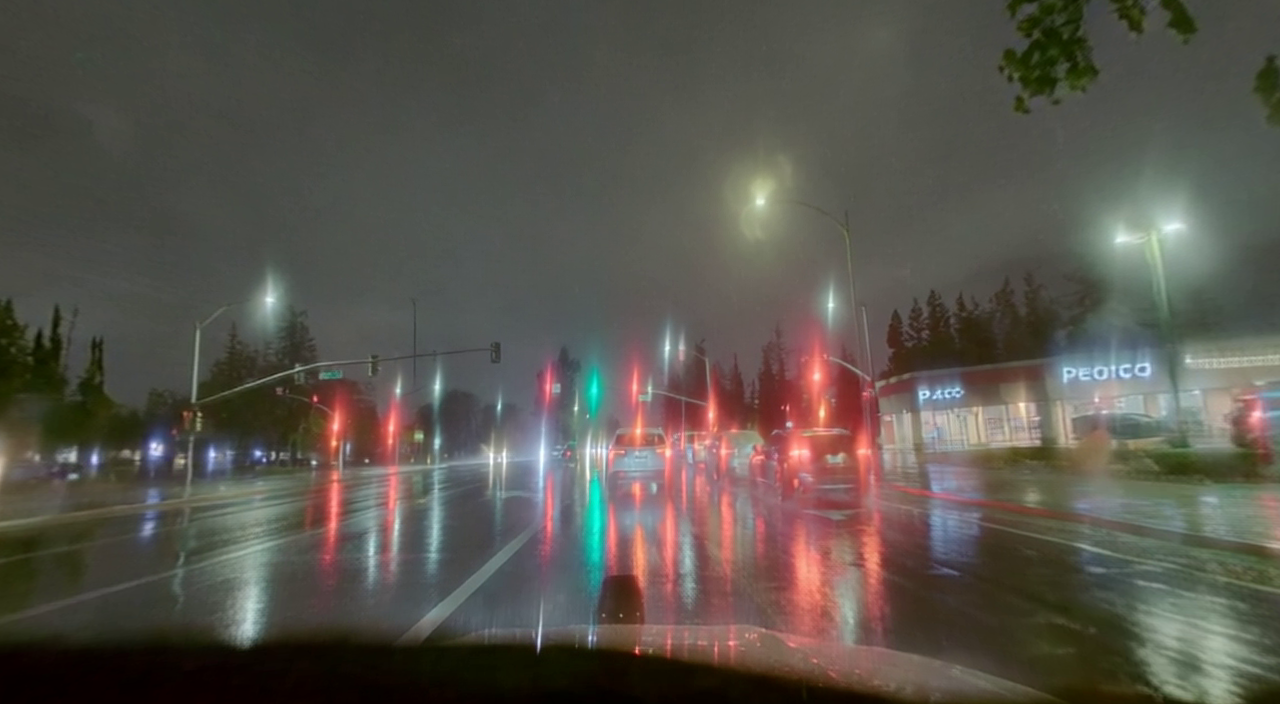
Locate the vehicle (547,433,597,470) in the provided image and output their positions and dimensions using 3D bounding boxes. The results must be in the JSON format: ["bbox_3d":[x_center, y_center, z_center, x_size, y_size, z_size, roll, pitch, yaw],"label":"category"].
[{"bbox_3d":[-3.466,5.190,32.966,2.106,1.778,4.444,0,-9,0],"label":"vehicle"}]

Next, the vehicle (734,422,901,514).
[{"bbox_3d":[3.594,2.458,13.879,2.198,1.660,4.512,0,-9,-2],"label":"vehicle"}]

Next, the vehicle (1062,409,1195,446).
[{"bbox_3d":[23.966,3.744,31.134,4.854,1.712,2.017,0,-9,-1],"label":"vehicle"}]

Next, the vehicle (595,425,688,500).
[{"bbox_3d":[-0.058,2.842,16.563,2.146,1.685,4.003,0,-9,-3],"label":"vehicle"}]

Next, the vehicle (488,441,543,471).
[{"bbox_3d":[-6.534,5.506,33.650,1.954,1.473,4.350,0,-9,1],"label":"vehicle"}]

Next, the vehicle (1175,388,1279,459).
[{"bbox_3d":[15.463,1.666,14.552,4.344,1.512,1.936,-1,-9,3],"label":"vehicle"}]
